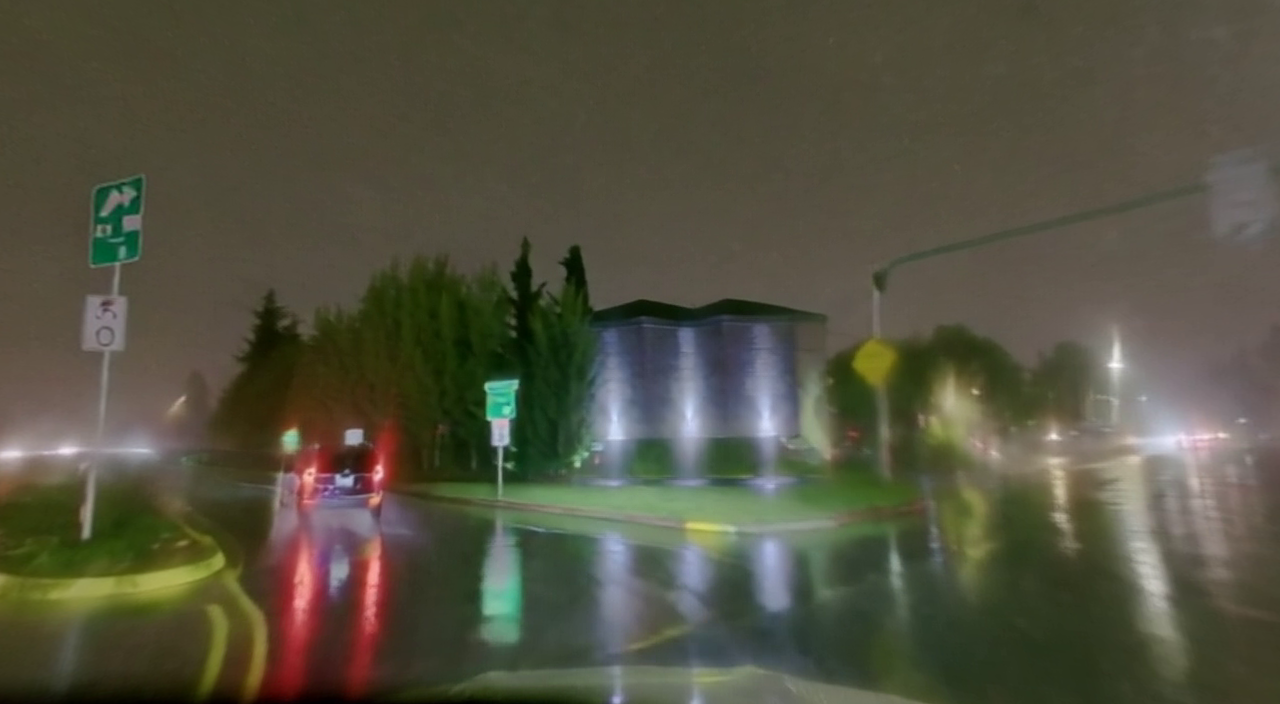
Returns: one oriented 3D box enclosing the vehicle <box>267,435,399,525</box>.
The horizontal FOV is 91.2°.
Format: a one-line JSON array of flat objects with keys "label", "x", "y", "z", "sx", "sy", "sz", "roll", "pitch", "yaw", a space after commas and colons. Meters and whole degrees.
[{"label": "vehicle", "x": -6.410, "y": 2.503, "z": 12.877, "sx": 2.014, "sy": 1.525, "sz": 3.670, "roll": 5, "pitch": -10, "yaw": -31}]
